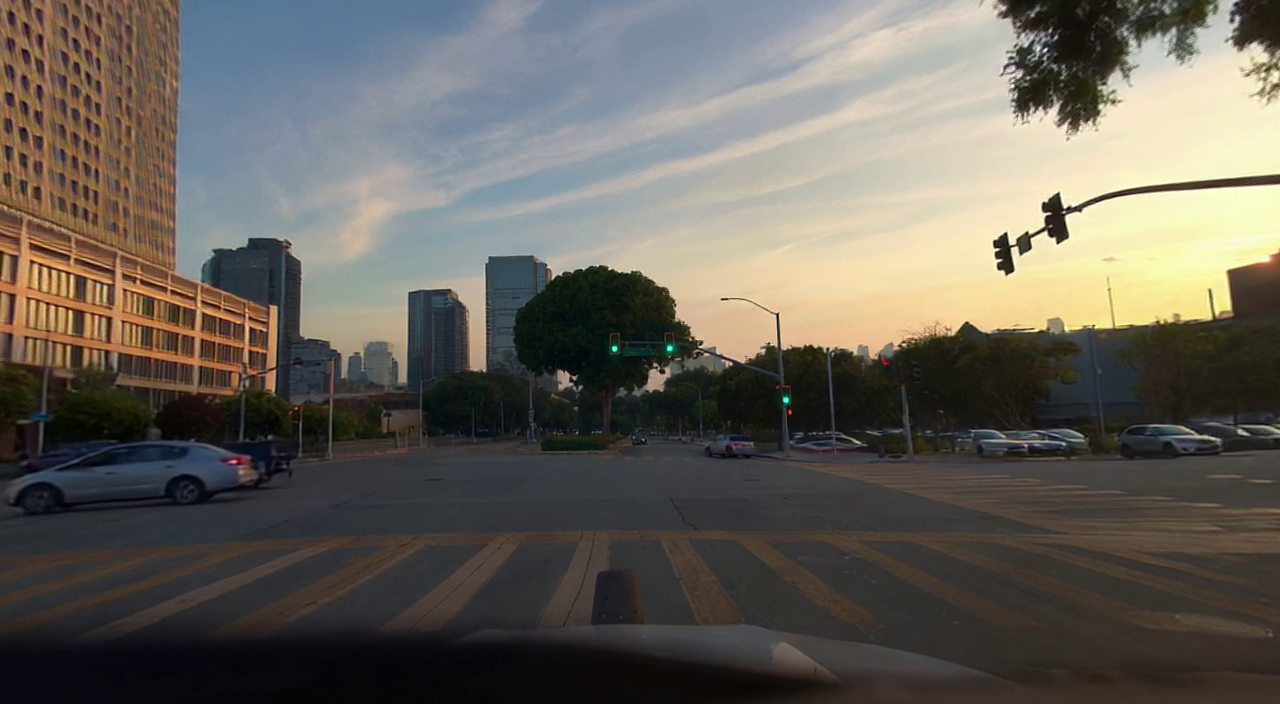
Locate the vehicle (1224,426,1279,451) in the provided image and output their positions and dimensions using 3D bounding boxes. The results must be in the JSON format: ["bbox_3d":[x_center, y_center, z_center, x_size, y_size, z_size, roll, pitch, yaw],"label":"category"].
[{"bbox_3d":[42.245,5.737,41.933,2.037,1.614,5.175,0,-8,0],"label":"vehicle"}]

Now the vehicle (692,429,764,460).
[{"bbox_3d":[5.050,5.399,36.944,1.977,1.698,4.571,4,-9,-25],"label":"vehicle"}]

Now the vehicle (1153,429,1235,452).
[{"bbox_3d":[36.556,5.899,41.850,1.726,1.429,4.163,-1,-8,2],"label":"vehicle"}]

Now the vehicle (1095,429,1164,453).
[{"bbox_3d":[33.235,6.100,43.083,2.090,1.494,4.321,-3,-9,15],"label":"vehicle"}]

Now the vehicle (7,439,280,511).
[{"bbox_3d":[-11.795,2.898,15.490,4.916,1.504,1.846,6,-10,-35],"label":"vehicle"}]
